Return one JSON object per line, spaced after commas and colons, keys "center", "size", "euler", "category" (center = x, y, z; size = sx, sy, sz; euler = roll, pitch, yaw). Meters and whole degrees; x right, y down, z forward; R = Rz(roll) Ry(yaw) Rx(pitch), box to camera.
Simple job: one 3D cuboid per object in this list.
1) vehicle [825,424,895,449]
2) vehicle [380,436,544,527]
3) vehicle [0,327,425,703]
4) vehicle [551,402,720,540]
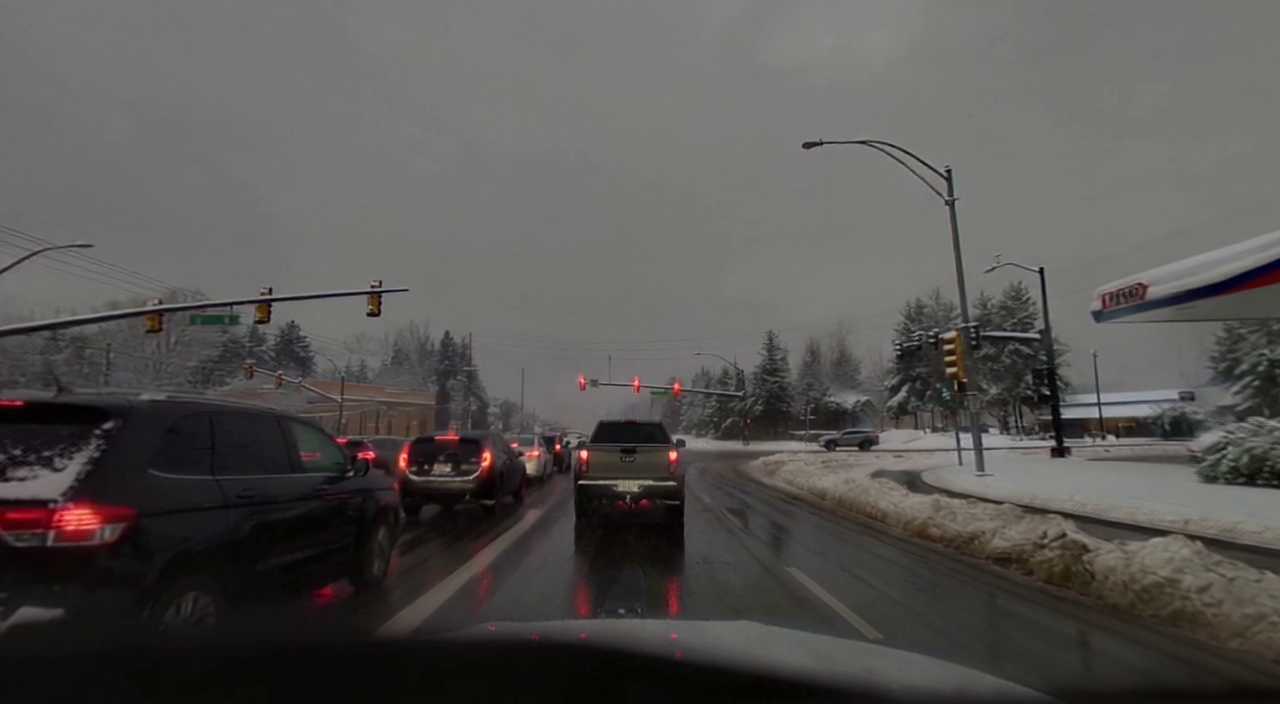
{"center": [16.027, 6.160, 46.044], "size": [4.548, 1.730, 2.013], "euler": [3, -9, -22], "category": "vehicle"}
{"center": [-3.149, 2.367, 12.142], "size": [1.881, 1.424, 4.098], "euler": [0, -9, 1], "category": "vehicle"}
{"center": [-3.310, 1.073, 4.376], "size": [2.096, 1.718, 4.266], "euler": [0, -9, 0], "category": "vehicle"}
{"center": [-0.083, 1.945, 10.918], "size": [2.224, 1.819, 5.005], "euler": [0, -9, -1], "category": "vehicle"}
